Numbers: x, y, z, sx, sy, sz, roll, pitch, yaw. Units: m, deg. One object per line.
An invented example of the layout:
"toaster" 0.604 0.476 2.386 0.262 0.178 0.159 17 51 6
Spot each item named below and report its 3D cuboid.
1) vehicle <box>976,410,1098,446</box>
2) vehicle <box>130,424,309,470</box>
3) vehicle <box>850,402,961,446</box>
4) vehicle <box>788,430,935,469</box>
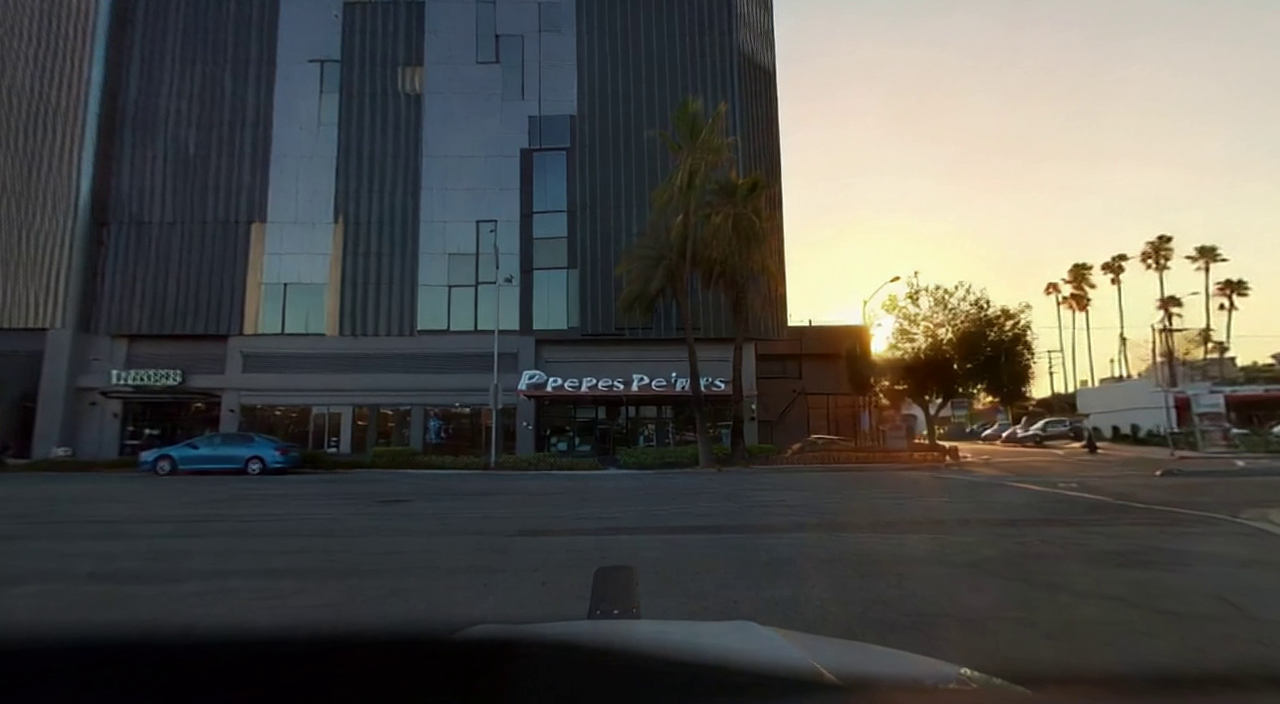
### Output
"vehicle" 27.687 5.295 44.248 7.026 2.329 2.545 1 -6 -5
"vehicle" -14.364 3.284 21.787 4.857 1.497 1.811 0 -9 0
"vehicle" 15.627 4.254 37.385 5.524 2.504 2.196 0 -7 -4
"vehicle" 8.160 3.640 23.506 4.782 1.371 1.763 1 -9 -6
